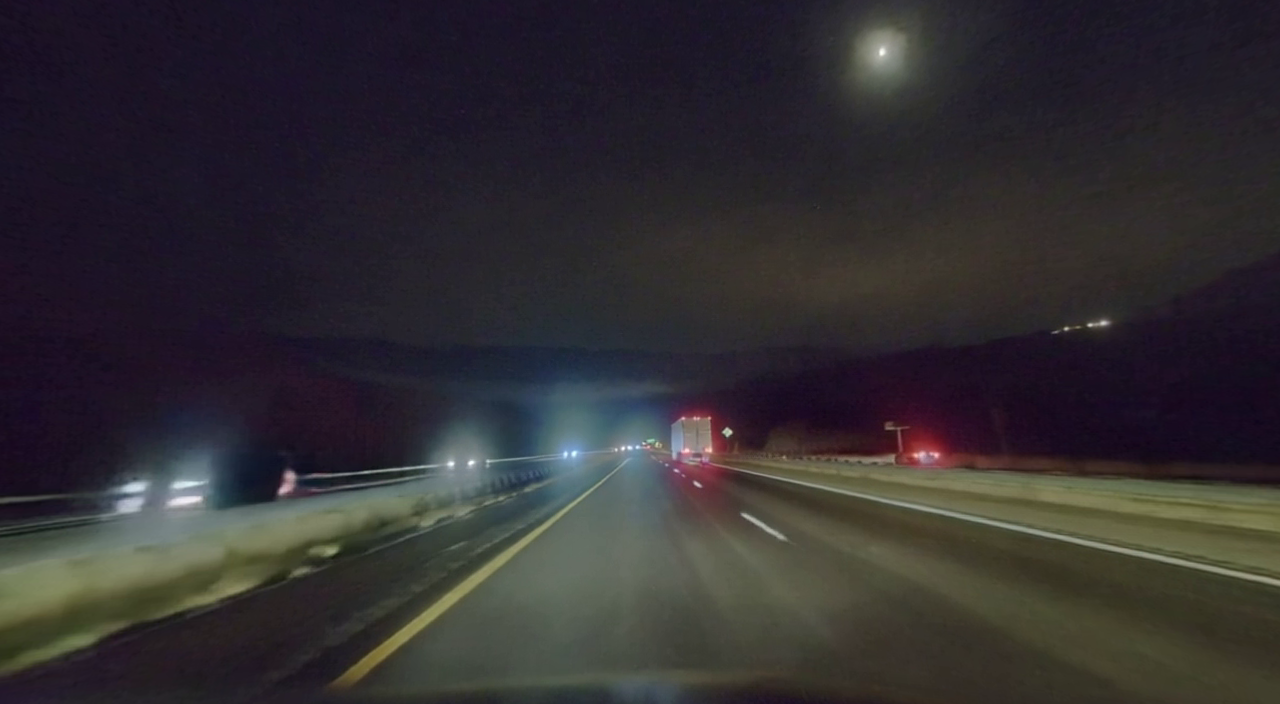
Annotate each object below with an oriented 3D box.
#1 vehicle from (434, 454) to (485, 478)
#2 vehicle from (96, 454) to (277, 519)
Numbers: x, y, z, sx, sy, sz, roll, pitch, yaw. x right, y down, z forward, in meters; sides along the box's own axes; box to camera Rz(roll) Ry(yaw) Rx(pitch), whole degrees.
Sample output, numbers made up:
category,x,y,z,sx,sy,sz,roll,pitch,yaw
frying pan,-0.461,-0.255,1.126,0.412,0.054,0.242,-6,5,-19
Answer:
category,x,y,z,sx,sy,sz,roll,pitch,yaw
vehicle,-12.180,7.698,42.562,1.942,1.522,4.845,-1,-9,1
vehicle,-13.113,3.862,18.568,1.945,1.641,4.495,-1,-9,1
